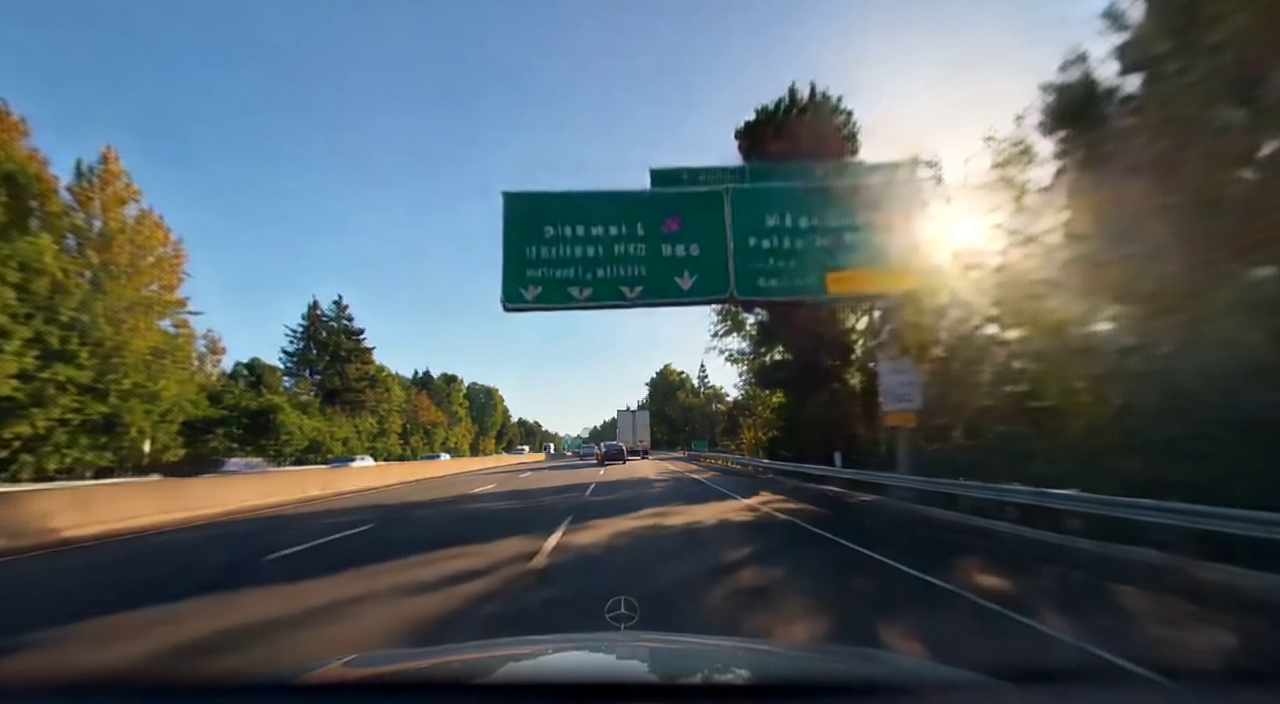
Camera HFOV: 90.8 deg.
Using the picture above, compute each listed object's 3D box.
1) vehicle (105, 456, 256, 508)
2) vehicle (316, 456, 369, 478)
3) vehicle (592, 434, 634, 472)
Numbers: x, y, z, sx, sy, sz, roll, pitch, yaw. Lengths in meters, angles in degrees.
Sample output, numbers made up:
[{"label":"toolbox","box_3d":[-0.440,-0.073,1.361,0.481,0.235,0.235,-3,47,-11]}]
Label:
[{"label":"vehicle","box_3d":[-13.903,3.922,19.408,1.849,1.349,3.837,0,-9,-2]},{"label":"vehicle","box_3d":[-21.097,8.125,44.913,1.792,1.424,4.233,0,-9,-2]},{"label":"vehicle","box_3d":[-1.553,5.584,35.048,2.139,1.925,4.312,0,-9,-5]}]
